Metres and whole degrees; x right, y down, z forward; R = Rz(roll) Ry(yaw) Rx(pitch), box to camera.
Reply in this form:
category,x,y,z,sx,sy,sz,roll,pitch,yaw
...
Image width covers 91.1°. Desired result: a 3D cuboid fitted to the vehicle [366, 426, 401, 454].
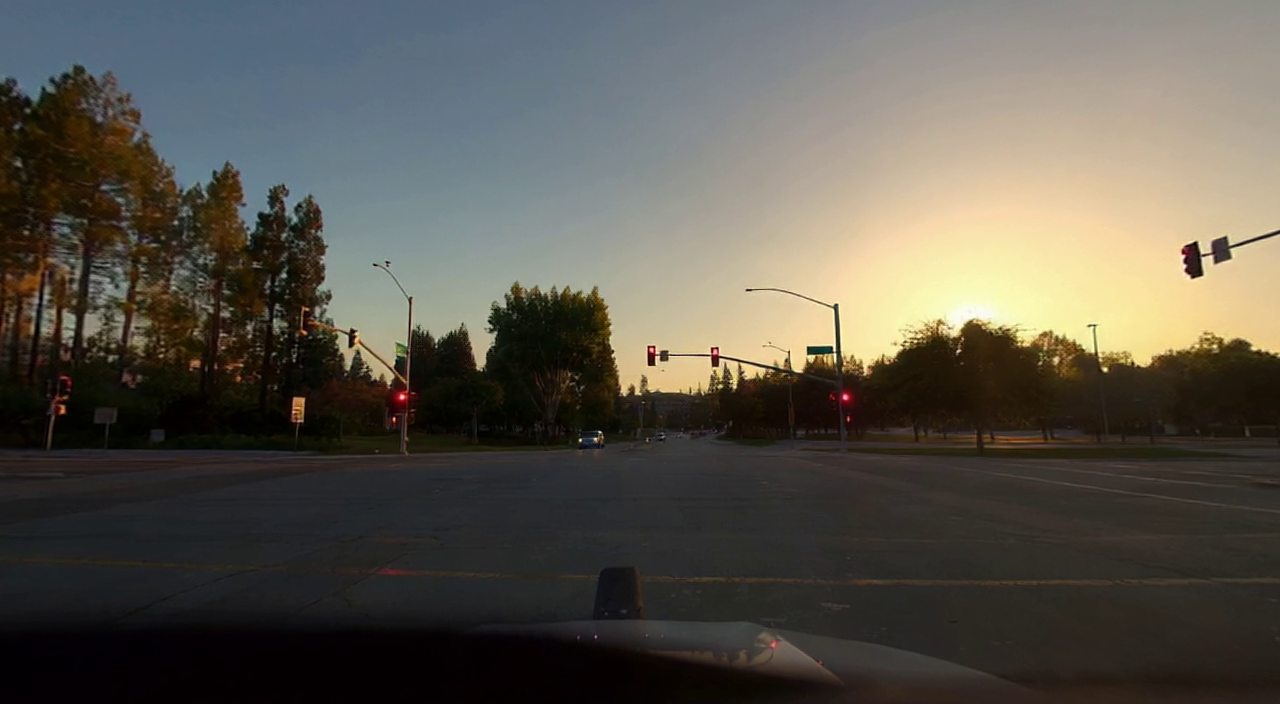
category,x,y,z,sx,sy,sz,roll,pitch,yaw
vehicle,-19.993,6.848,48.879,1.873,2.079,2.879,5,-10,-32
